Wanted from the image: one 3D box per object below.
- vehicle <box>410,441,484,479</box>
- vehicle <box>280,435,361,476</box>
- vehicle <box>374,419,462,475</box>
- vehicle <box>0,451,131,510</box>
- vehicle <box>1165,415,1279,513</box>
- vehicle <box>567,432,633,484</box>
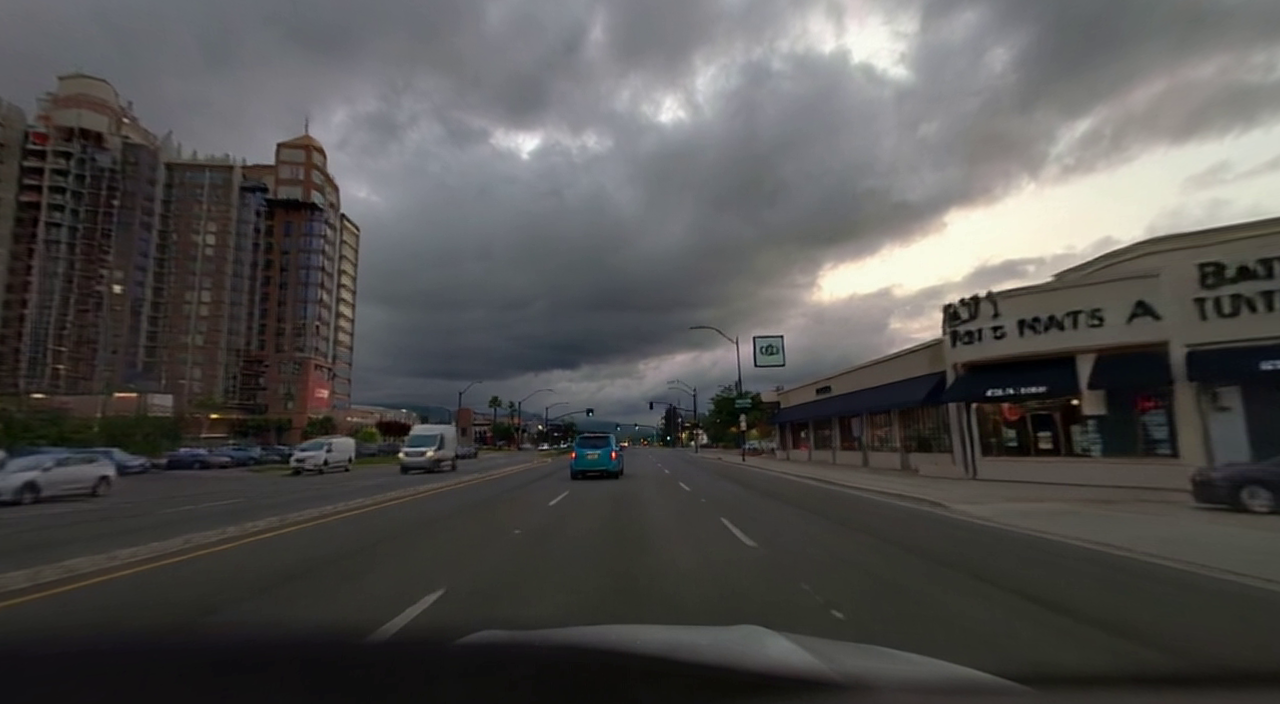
[{"bbox_3d":[-8.222,4.606,27.208,1.899,1.495,4.093,0,-9,0],"label":"vehicle"},{"bbox_3d":[-17.997,5.864,35.792,2.112,2.138,4.888,0,-9,-2],"label":"vehicle"},{"bbox_3d":[-11.640,5.060,33.636,2.556,2.673,5.915,0,-8,0],"label":"vehicle"},{"bbox_3d":[-17.792,3.696,18.610,1.840,1.508,4.376,0,-9,-1],"label":"vehicle"},{"bbox_3d":[14.792,2.266,12.663,2.589,1.989,5.779,4,-9,-26],"label":"vehicle"},{"bbox_3d":[-1.356,3.838,22.997,2.080,1.722,3.766,0,-8,1],"label":"vehicle"}]
